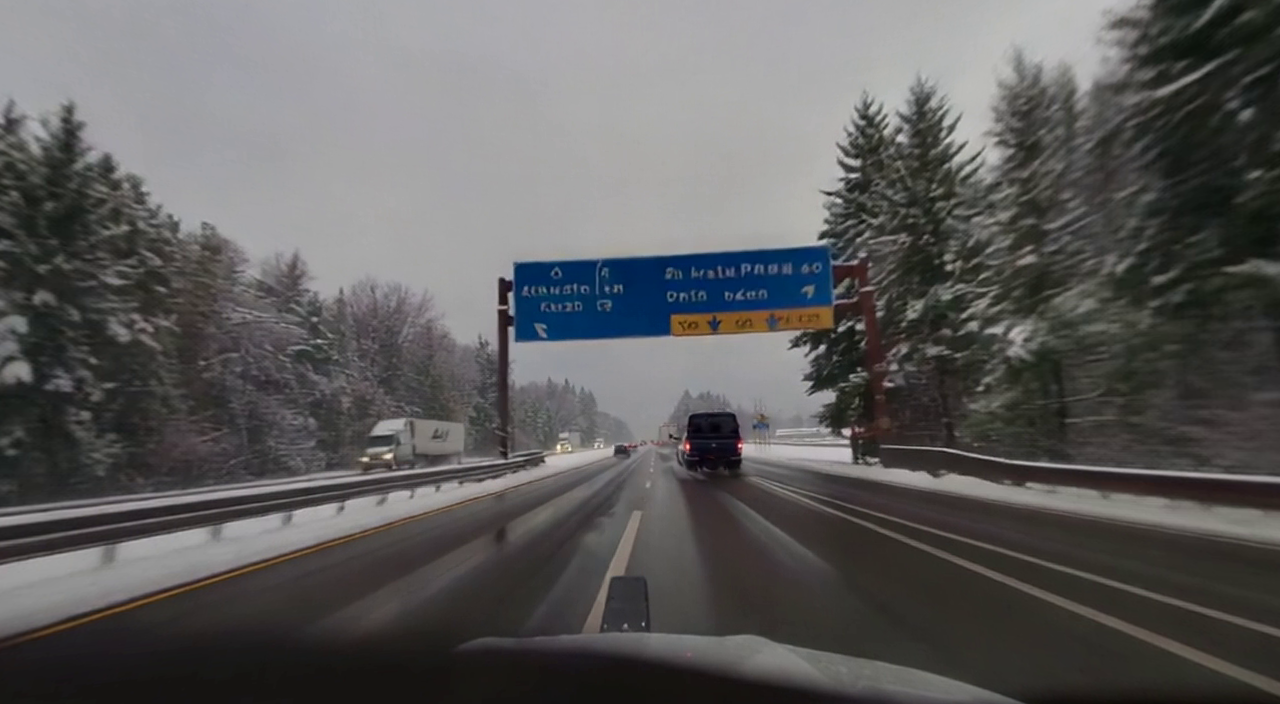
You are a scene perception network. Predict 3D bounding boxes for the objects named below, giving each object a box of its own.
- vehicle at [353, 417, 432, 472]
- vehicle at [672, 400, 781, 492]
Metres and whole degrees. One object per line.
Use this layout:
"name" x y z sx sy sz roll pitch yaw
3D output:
"vehicle" -17.160 6.471 44.102 2.867 3.506 5.874 0 -8 2
"vehicle" 2.489 2.976 20.127 2.677 2.439 6.402 0 -8 1
